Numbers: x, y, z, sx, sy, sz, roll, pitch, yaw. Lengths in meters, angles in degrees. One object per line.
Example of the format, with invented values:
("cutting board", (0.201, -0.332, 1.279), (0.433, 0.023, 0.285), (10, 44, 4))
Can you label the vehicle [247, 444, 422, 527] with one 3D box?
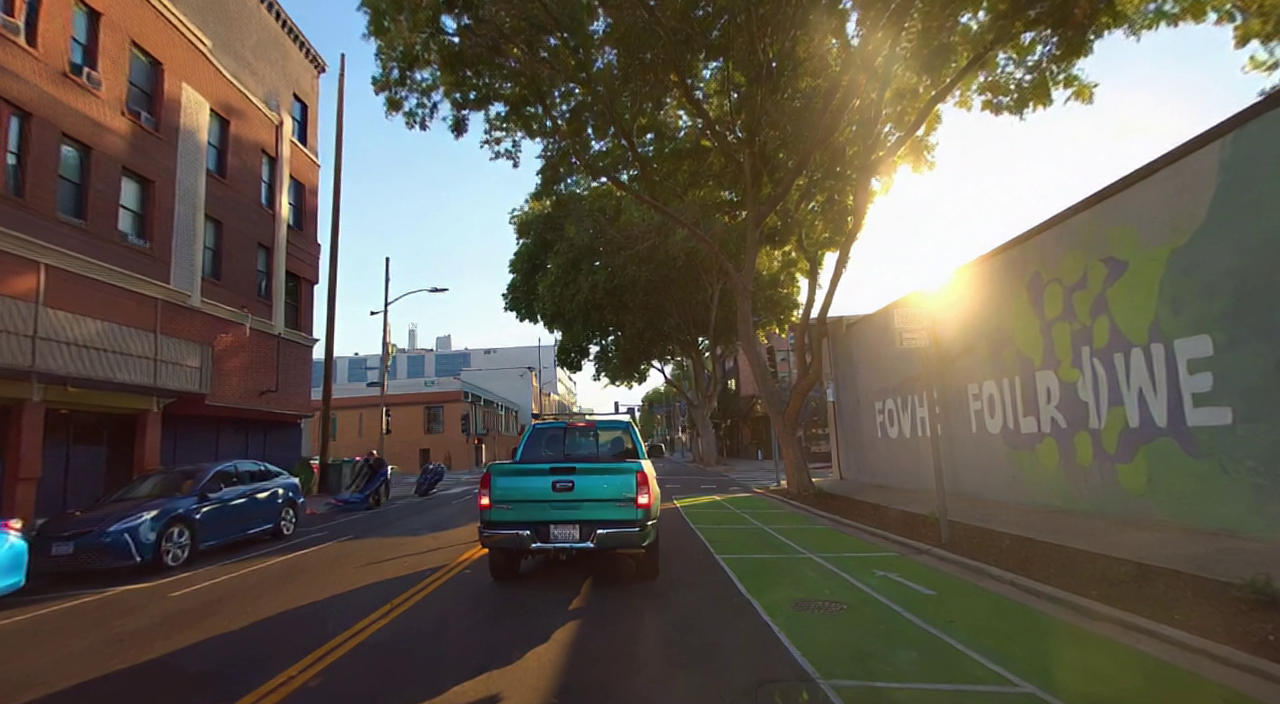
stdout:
("vehicle", (-7.396, 3.222, 16.055), (1.884, 1.730, 5.076), (0, -8, 0))

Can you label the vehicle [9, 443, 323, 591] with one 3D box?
("vehicle", (-7.208, 2.438, 10.373), (1.882, 1.686, 4.489), (-5, -8, -3))

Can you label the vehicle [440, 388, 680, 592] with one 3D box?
("vehicle", (-0.708, 1.617, 8.231), (2.215, 1.882, 4.611), (0, -8, 1))
